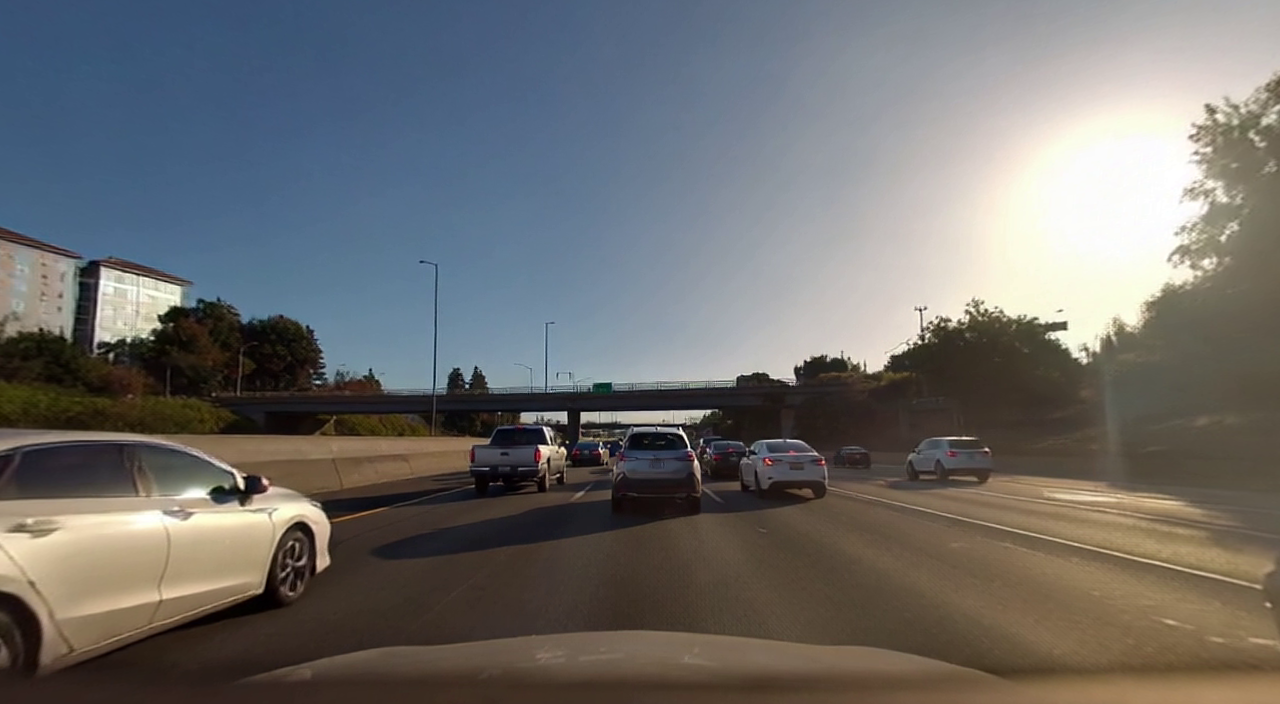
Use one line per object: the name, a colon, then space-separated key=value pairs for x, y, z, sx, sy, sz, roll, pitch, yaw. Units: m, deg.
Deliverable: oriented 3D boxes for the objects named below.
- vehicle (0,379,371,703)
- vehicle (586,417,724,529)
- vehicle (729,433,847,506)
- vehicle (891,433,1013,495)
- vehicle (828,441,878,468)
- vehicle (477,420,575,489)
vehicle: x=-3.640 y=1.056 z=3.613 sx=2.014 sy=1.579 sz=4.761 roll=0 pitch=-9 yaw=1
vehicle: x=0.270 y=2.246 z=12.206 sx=2.181 sy=1.756 sz=4.167 roll=0 pitch=-9 yaw=1
vehicle: x=3.720 y=3.034 z=16.769 sx=2.022 sy=1.633 sz=4.651 roll=0 pitch=-9 yaw=0
vehicle: x=9.994 y=3.596 z=20.587 sx=1.977 sy=1.795 sz=4.208 roll=0 pitch=-9 yaw=3
vehicle: x=15.140 y=7.314 z=44.996 sx=2.085 sy=1.754 sz=4.466 roll=0 pitch=-9 yaw=1
vehicle: x=-3.876 y=3.658 z=22.742 sx=2.212 sy=2.101 sz=6.052 roll=0 pitch=-9 yaw=2
